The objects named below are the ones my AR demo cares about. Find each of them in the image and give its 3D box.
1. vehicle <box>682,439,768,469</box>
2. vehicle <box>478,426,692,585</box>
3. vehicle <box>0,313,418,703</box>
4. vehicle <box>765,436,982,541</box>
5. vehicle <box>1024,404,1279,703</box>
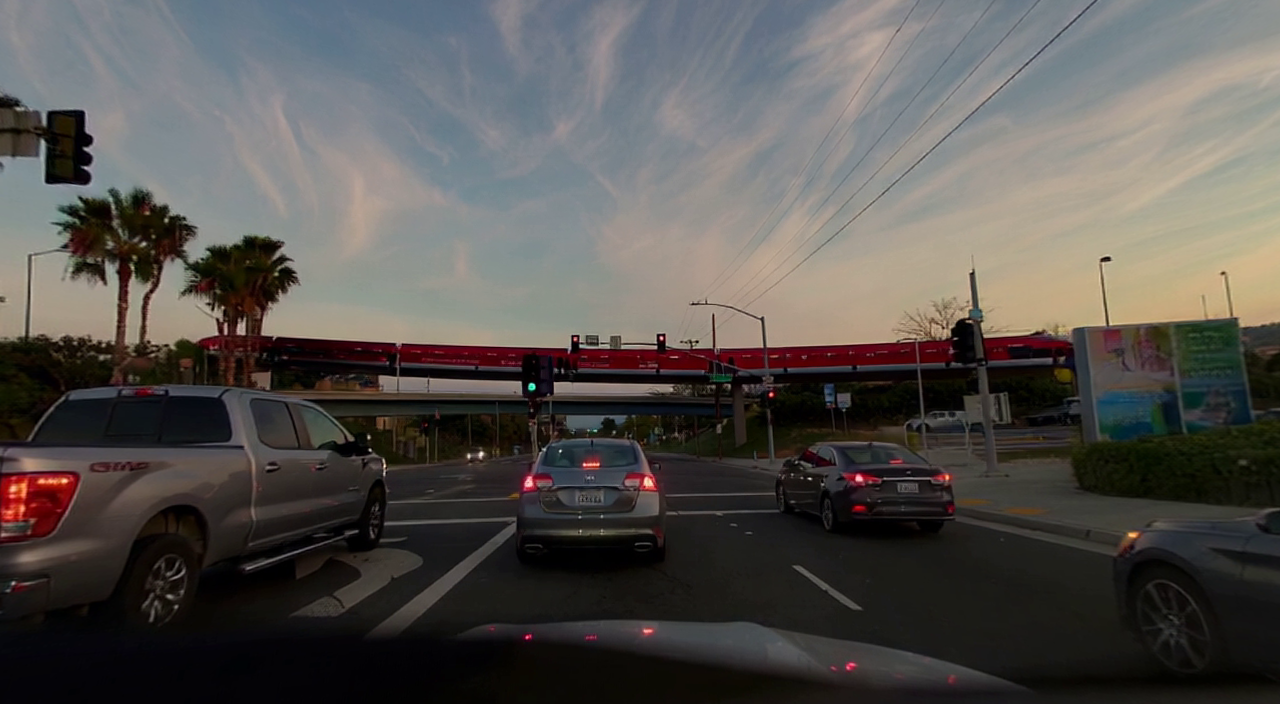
[{"bbox_3d":[4.213,5.163,32.090,1.878,1.428,4.416,5,-10,-33],"label":"vehicle"},{"bbox_3d":[-0.613,1.771,8.143,2.035,1.491,4.090,0,-9,-3],"label":"vehicle"},{"bbox_3d":[-3.787,1.122,5.057,2.078,1.838,5.448,0,-9,-1],"label":"vehicle"},{"bbox_3d":[3.705,2.239,11.083,1.965,1.448,4.486,0,-9,-2],"label":"vehicle"},{"bbox_3d":[3.874,0.908,2.299,2.052,1.496,4.541,0,-9,-1],"label":"vehicle"}]
